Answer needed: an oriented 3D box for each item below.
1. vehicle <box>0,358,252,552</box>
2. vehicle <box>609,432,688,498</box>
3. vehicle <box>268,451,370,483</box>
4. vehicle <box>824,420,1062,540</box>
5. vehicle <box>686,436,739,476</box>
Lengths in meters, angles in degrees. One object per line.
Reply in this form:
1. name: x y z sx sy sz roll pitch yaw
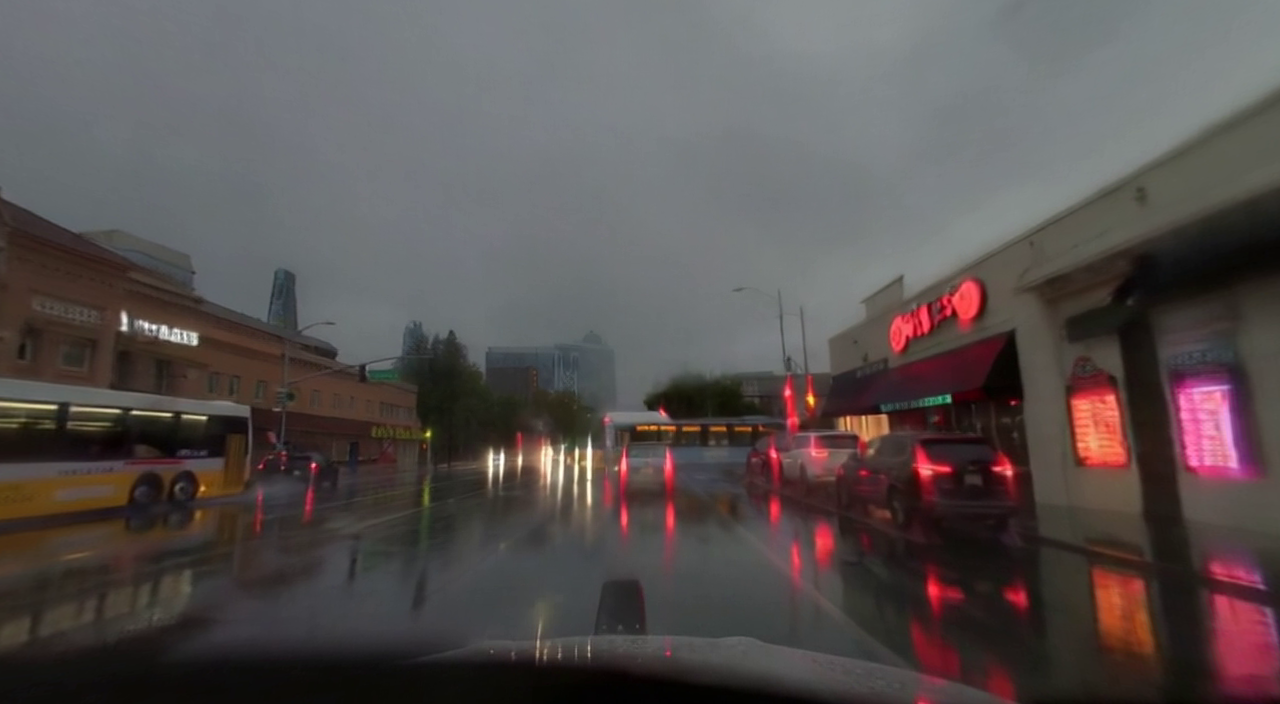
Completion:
1. vehicle: -12.863 1.896 11.664 3.356 3.365 12.460 0 -9 0
2. vehicle: 0.174 3.356 19.049 2.089 1.699 4.650 1 -9 -1
3. vehicle: -19.650 7.019 38.667 5.016 1.792 2.250 -1 -9 7
4. vehicle: 4.975 2.164 11.210 2.014 1.681 4.332 0 -9 -1
5. vehicle: 3.294 4.843 29.443 2.222 1.688 3.952 0 -9 3
